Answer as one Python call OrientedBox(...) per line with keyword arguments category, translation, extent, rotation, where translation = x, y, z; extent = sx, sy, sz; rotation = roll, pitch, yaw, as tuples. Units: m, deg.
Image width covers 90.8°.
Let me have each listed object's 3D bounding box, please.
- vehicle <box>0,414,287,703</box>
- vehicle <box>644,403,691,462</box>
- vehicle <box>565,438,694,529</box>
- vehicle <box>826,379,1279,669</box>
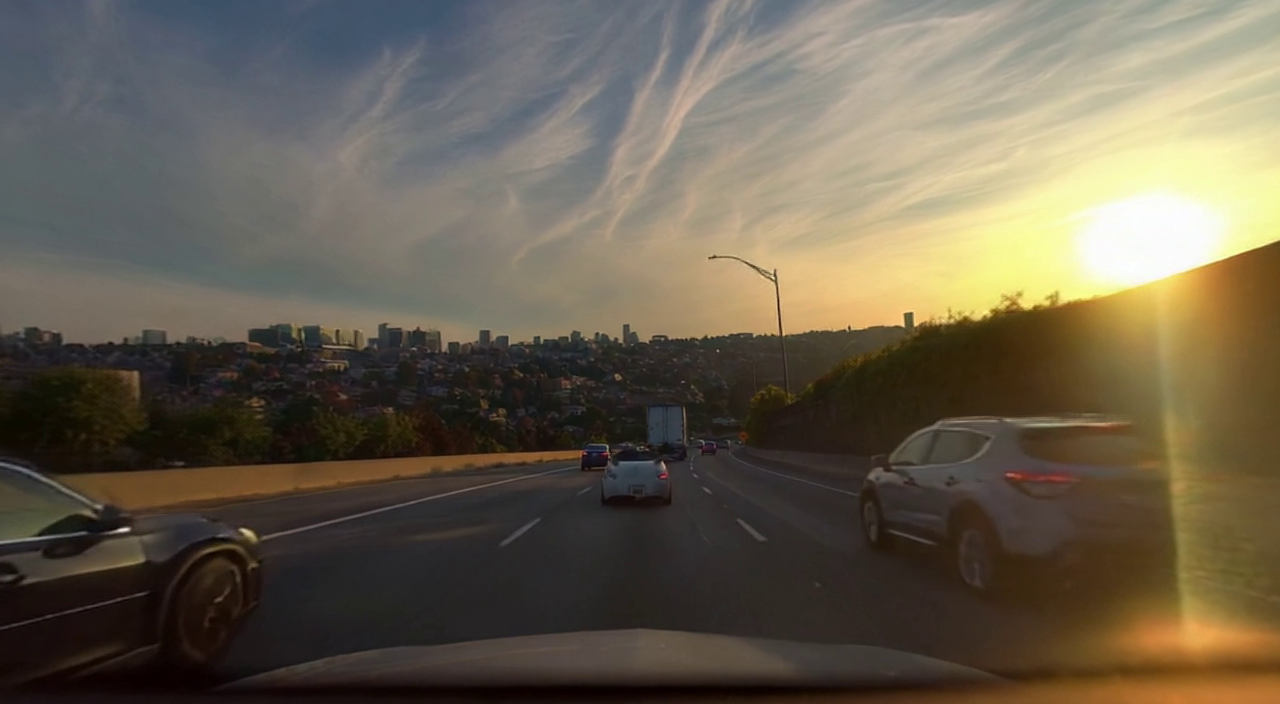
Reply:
OrientedBox(category="vehicle", translation=(-3.786, 0.942, 2.203), extent=(2.130, 1.474, 5.027), rotation=(-1, -9, 1))
OrientedBox(category="vehicle", translation=(2.344, 6.395, 49.206), extent=(2.990, 4.072, 10.706), rotation=(-1, -9, 6))
OrientedBox(category="vehicle", translation=(-0.135, 2.493, 12.524), extent=(2.136, 1.470, 3.971), rotation=(-1, -9, 1))
OrientedBox(category="vehicle", translation=(3.576, 1.341, 6.043), extent=(2.166, 1.666, 4.618), rotation=(0, -9, 0))
